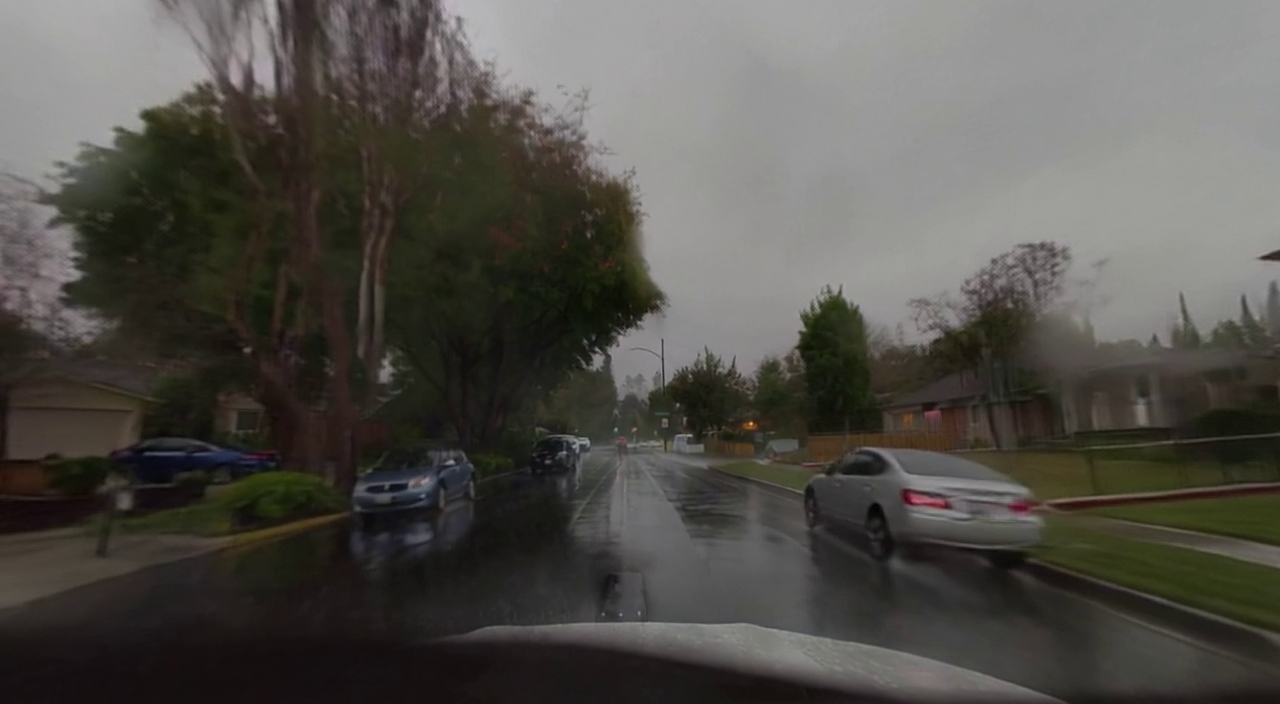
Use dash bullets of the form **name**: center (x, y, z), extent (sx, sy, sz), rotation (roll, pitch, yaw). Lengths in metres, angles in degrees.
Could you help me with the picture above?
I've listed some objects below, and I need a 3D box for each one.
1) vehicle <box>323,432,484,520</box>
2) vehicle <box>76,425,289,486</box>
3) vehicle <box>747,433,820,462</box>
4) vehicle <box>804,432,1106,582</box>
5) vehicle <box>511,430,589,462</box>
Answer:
- **vehicle**: center (-5.056, 2.701, 14.289), extent (1.887, 1.660, 4.312), rotation (0, -8, 1)
- **vehicle**: center (-14.078, 3.200, 19.683), extent (5.088, 1.792, 1.966), rotation (0, -9, 1)
- **vehicle**: center (10.579, 7.084, 46.860), extent (4.919, 1.969, 2.104), rotation (1, -9, 2)
- **vehicle**: center (3.705, 1.868, 8.423), extent (1.945, 1.495, 3.983), rotation (0, -8, 0)
- **vehicle**: center (-6.602, 6.965, 46.975), extent (5.419, 2.292, 2.272), rotation (0, -7, 0)
